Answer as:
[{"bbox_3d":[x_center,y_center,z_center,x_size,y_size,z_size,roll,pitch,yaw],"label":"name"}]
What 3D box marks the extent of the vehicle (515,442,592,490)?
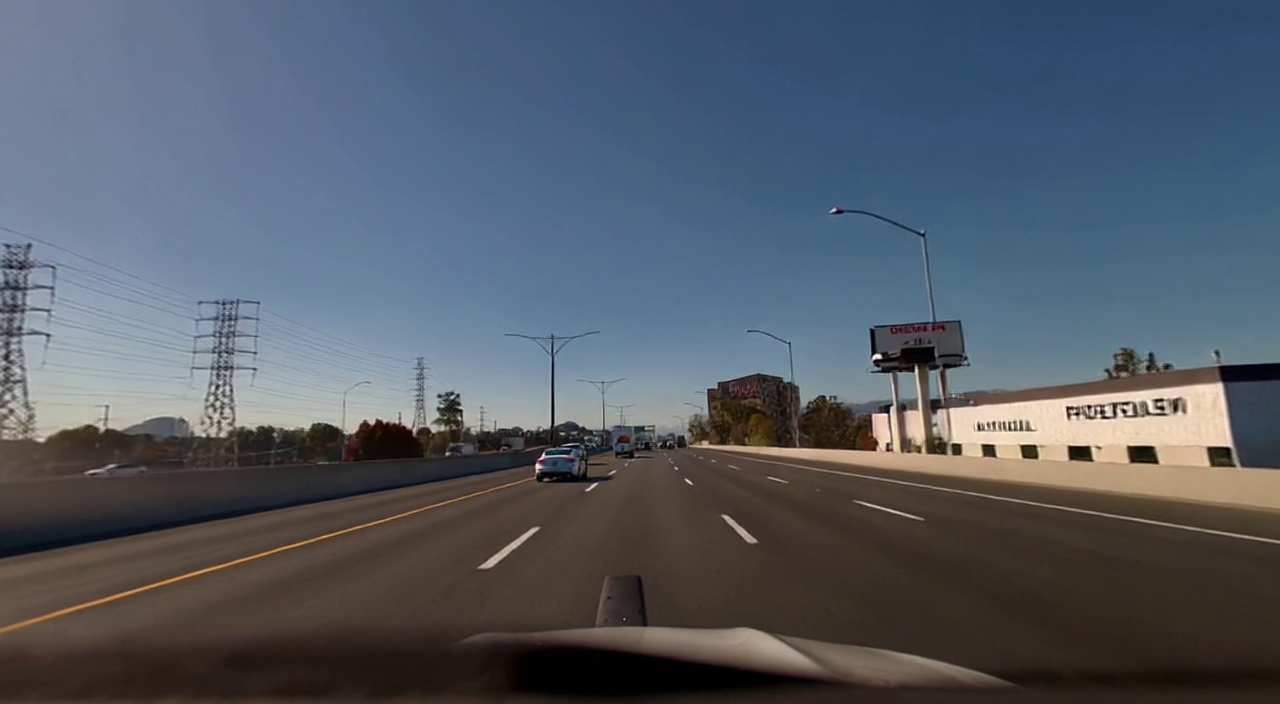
[{"bbox_3d":[-2.797,3.776,21.227,1.891,1.444,3.968,-1,-8,2],"label":"vehicle"}]
